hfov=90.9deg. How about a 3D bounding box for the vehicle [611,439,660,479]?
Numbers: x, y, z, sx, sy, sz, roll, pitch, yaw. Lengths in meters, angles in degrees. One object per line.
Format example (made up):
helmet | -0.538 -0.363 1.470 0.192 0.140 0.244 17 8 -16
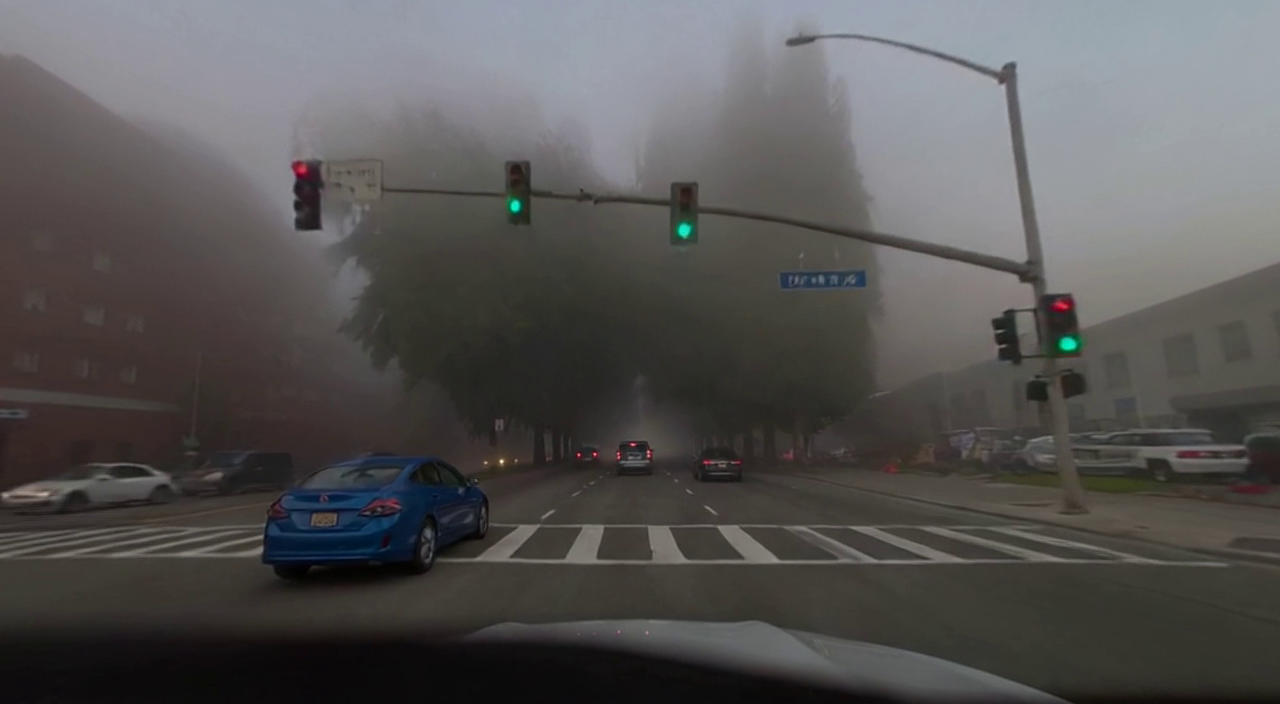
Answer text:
vehicle | -0.204 5.522 32.778 2.361 1.898 4.465 0 -9 0

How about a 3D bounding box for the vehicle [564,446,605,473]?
vehicle | -3.463 6.774 39.952 2.130 1.645 3.995 -1 -9 1

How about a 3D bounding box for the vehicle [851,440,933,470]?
vehicle | 15.921 6.516 39.996 4.255 1.520 1.900 -4 -8 1

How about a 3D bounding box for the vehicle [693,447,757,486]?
vehicle | 3.465 4.756 26.588 2.058 1.472 4.317 0 -9 -1

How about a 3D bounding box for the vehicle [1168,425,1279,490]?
vehicle | 16.240 2.613 15.826 3.817 1.486 2.309 -1 -9 2

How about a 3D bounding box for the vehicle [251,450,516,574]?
vehicle | -3.323 2.138 9.192 2.115 1.369 3.908 -1 -9 2

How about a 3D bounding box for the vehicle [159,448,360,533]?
vehicle | -8.978 3.244 15.512 2.059 1.559 4.709 -4 -8 0

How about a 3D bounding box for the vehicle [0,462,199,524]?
vehicle | -16.324 4.212 19.331 2.141 1.510 4.759 0 -9 0
